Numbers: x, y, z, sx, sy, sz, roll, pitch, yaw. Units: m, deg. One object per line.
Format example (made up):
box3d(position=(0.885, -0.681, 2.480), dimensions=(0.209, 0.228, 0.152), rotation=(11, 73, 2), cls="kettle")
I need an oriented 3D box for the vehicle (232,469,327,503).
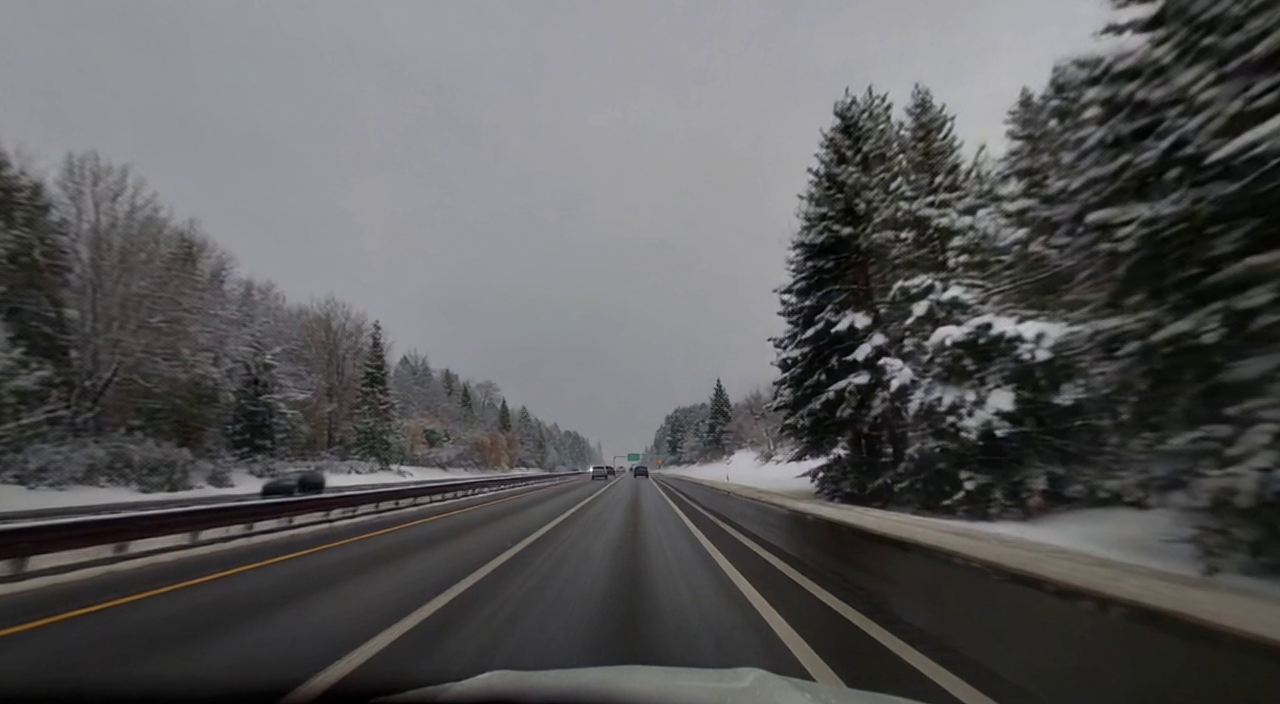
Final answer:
box3d(position=(-17.137, 6.364, 30.226), dimensions=(1.839, 1.459, 4.457), rotation=(1, -11, 1), cls="vehicle")
